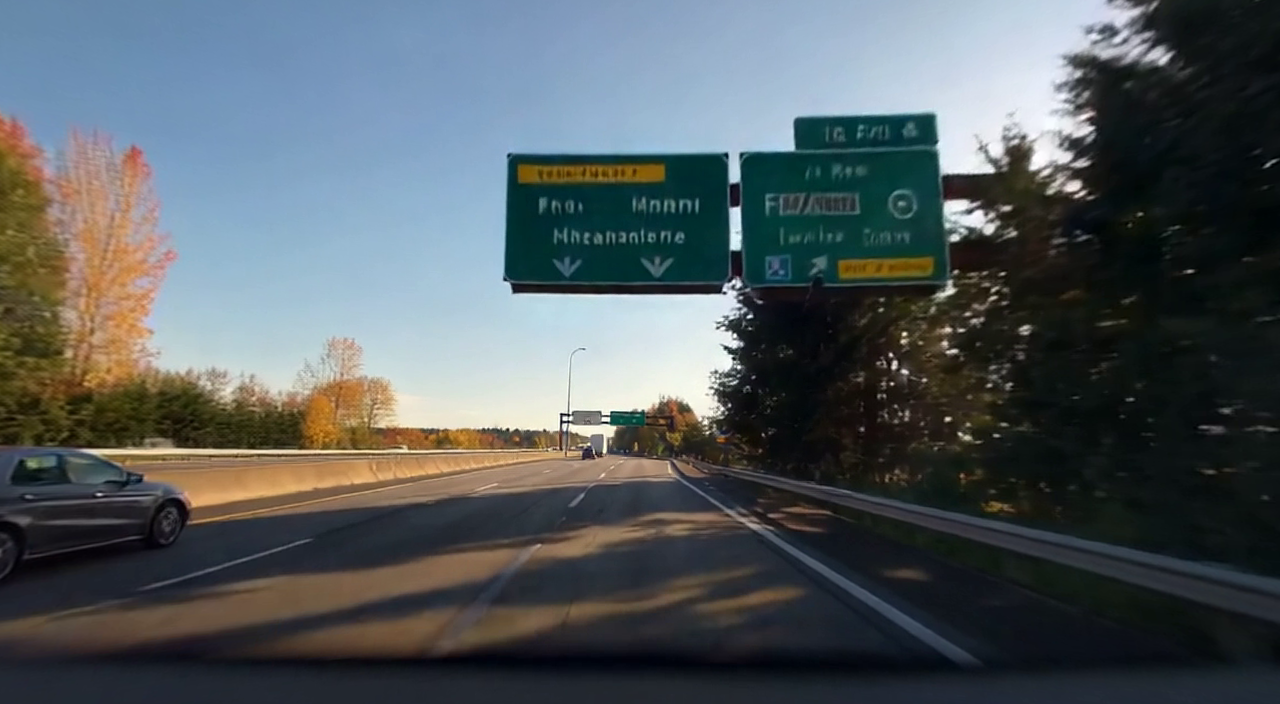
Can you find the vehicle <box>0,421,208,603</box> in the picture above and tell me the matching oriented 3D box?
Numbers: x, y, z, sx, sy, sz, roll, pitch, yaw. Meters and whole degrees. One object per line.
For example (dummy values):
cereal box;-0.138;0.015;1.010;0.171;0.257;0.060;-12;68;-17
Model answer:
vehicle;-6.629;1.469;5.856;2.034;1.578;4.488;-1;-9;-1
